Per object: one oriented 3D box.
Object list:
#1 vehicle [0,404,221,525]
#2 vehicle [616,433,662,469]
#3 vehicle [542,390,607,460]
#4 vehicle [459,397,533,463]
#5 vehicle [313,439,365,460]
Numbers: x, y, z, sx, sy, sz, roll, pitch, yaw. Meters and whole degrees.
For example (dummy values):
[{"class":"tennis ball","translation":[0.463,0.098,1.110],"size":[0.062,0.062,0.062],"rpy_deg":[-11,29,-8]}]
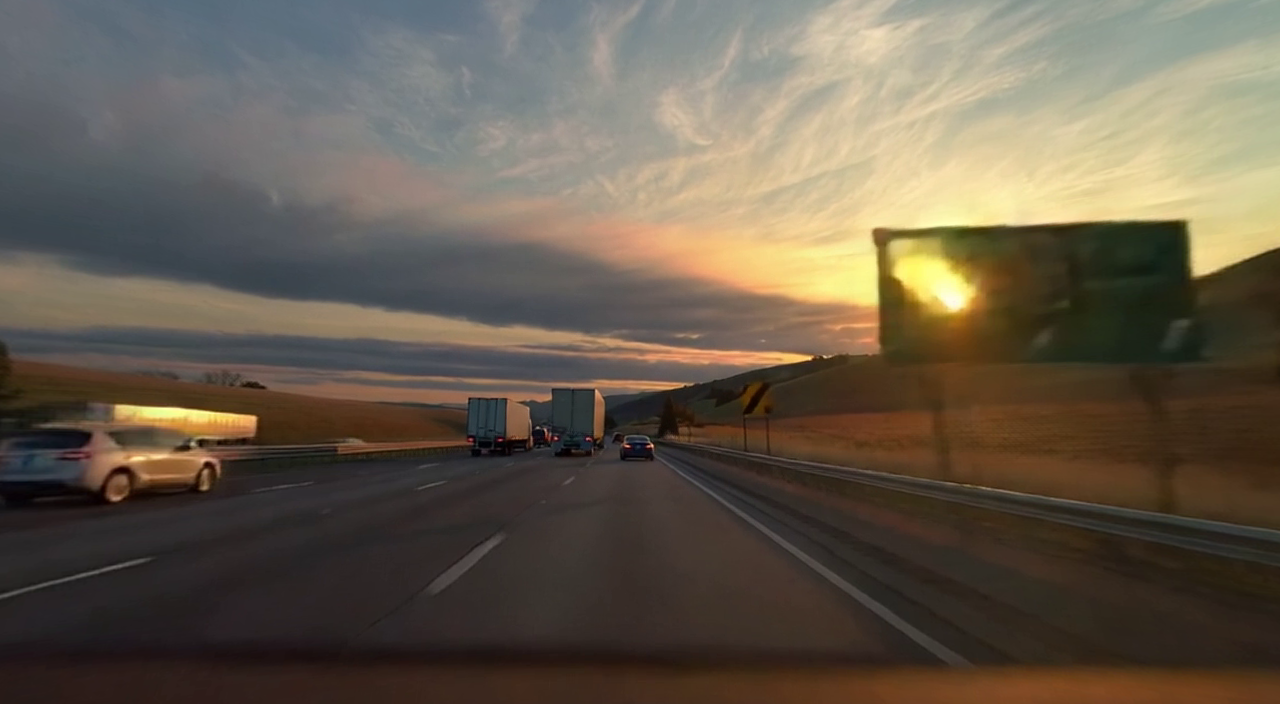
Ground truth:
[{"class":"vehicle","translation":[-10.751,2.056,12.092],"size":[2.153,1.841,4.790],"rpy_deg":[0,-8,-1]},{"class":"vehicle","translation":[-0.104,4.362,28.015],"size":[1.891,1.477,3.599],"rpy_deg":[0,-8,-2]},{"class":"vehicle","translation":[-4.233,5.407,45.267],"size":[3.475,4.037,17.454],"rpy_deg":[0,-8,-2]},{"class":"vehicle","translation":[-8.029,4.510,36.076],"size":[2.728,3.405,7.096],"rpy_deg":[0,-8,-2]},{"class":"vehicle","translation":[-23.681,7.661,49.665],"size":[1.962,1.548,4.510],"rpy_deg":[0,-8,-1]}]
